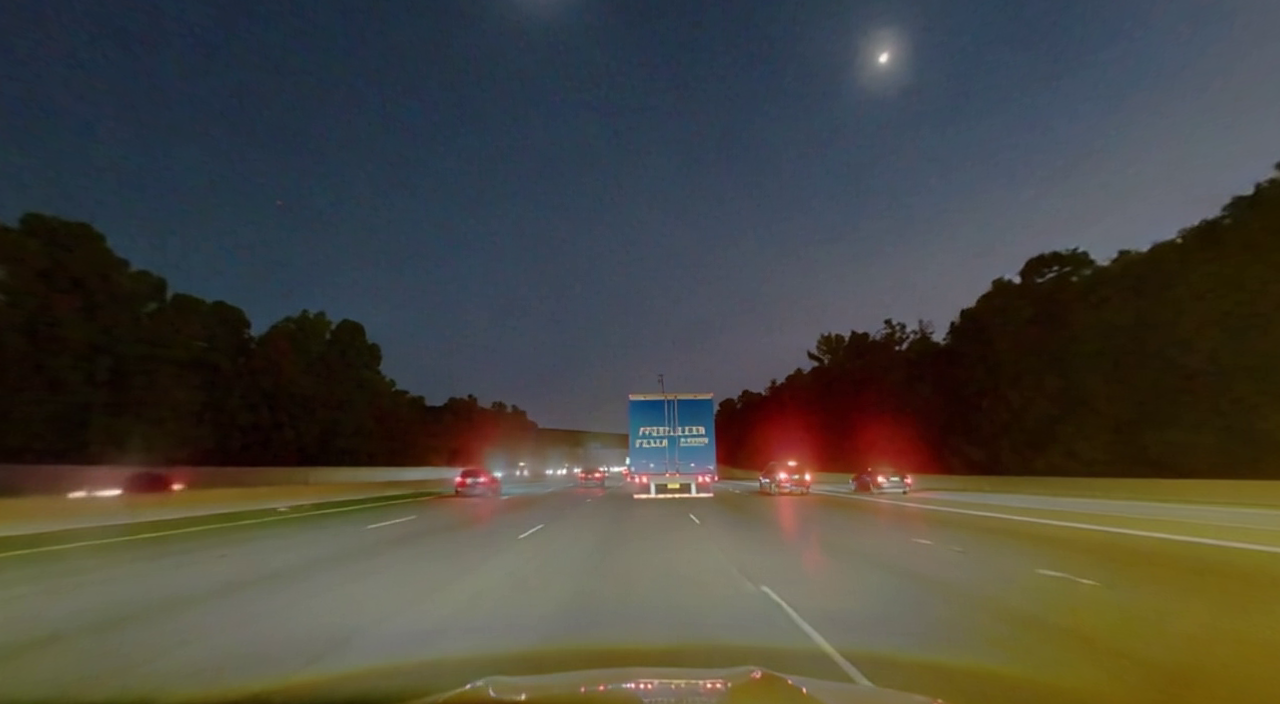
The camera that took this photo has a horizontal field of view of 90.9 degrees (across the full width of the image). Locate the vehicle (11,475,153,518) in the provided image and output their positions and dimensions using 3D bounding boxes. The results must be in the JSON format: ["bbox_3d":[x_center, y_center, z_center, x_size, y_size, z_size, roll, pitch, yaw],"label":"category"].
[{"bbox_3d":[-21.053,5.444,24.014,1.703,1.443,3.961,1,-11,0],"label":"vehicle"}]

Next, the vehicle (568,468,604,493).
[{"bbox_3d":[-3.617,8.681,42.731,1.978,1.516,4.617,0,-11,1],"label":"vehicle"}]

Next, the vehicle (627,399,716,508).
[{"bbox_3d":[1.045,4.500,27.251,2.980,3.834,9.423,1,-11,-2],"label":"vehicle"}]

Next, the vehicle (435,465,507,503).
[{"bbox_3d":[-7.644,6.014,28.967,1.955,1.539,4.650,0,-11,1],"label":"vehicle"}]
